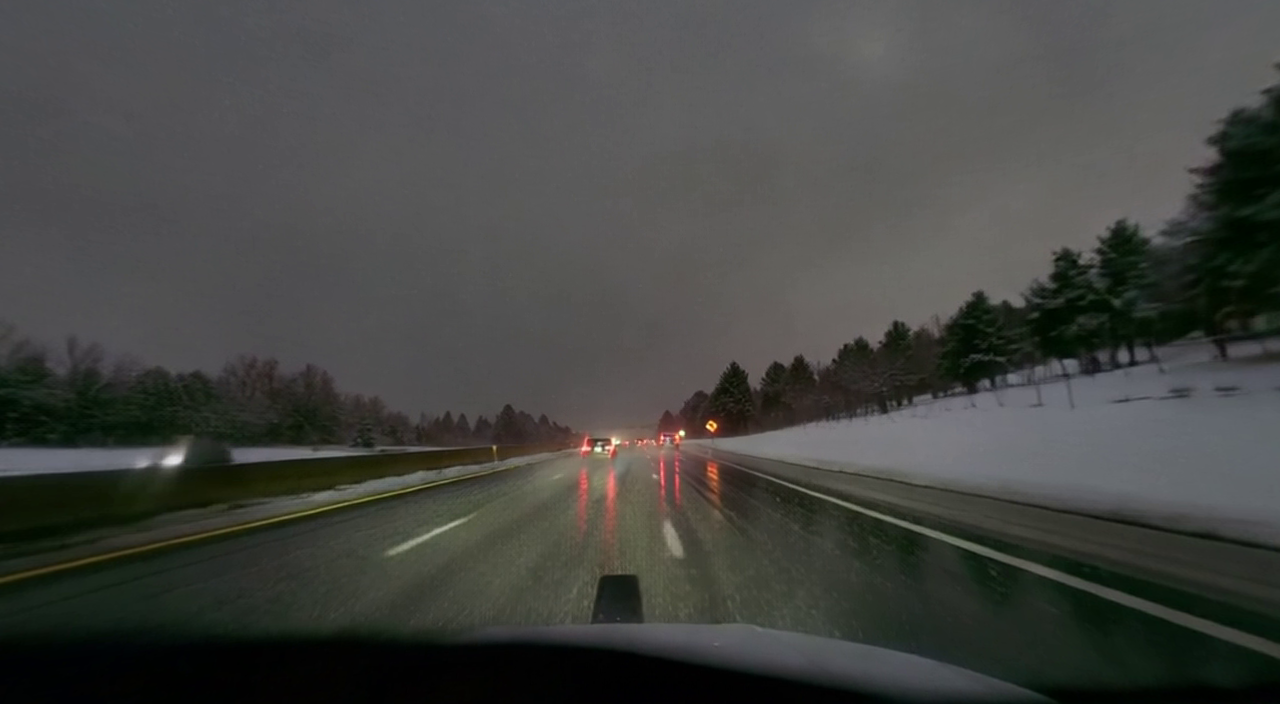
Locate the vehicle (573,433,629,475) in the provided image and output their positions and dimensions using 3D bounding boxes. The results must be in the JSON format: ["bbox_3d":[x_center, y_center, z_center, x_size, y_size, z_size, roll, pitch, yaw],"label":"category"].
[{"bbox_3d":[-1.523,4.197,26.298,2.039,1.589,4.324,0,-8,1],"label":"vehicle"}]
